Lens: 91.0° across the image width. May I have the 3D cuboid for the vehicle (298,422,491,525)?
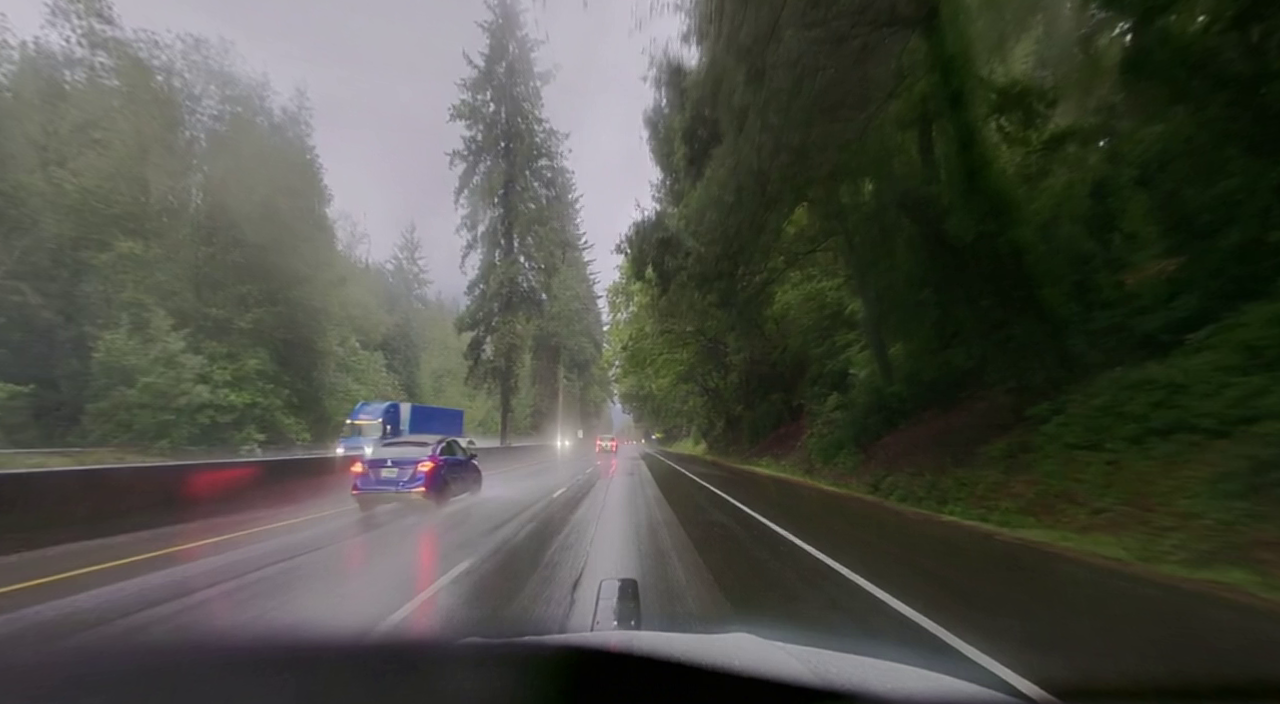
[{"bbox_3d":[-4.546,2.311,12.566,2.111,1.645,4.382,-1,-8,0],"label":"vehicle"}]

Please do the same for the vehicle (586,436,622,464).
[{"bbox_3d":[-2.257,6.295,40.651,2.159,1.670,4.395,0,-8,-1],"label":"vehicle"}]
